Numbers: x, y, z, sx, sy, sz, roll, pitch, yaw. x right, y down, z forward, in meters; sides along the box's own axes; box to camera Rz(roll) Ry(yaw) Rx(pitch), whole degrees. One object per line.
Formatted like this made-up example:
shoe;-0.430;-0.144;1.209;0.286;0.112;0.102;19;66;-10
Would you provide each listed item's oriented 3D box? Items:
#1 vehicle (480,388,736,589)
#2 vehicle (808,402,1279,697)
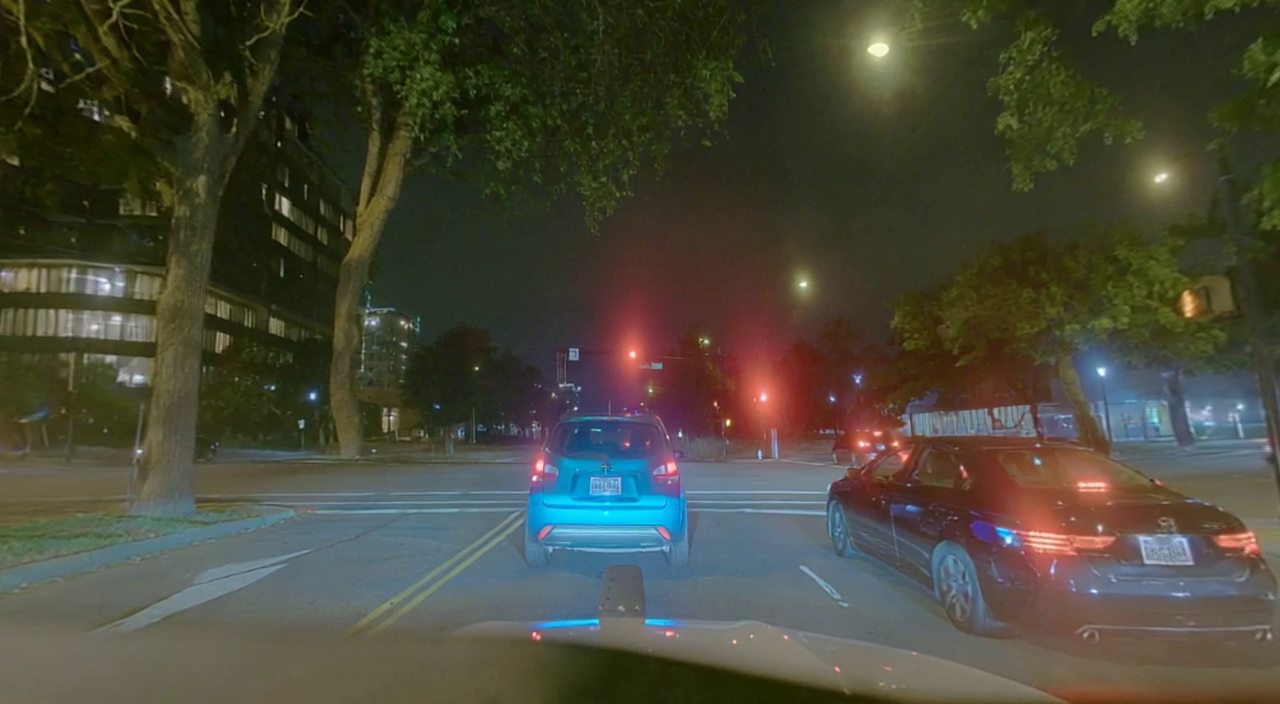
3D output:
vehicle;-0.342;1.522;7.786;2.247;1.760;4.231;0;-9;-2
vehicle;3.164;1.401;5.763;1.932;1.562;4.629;0;-9;-1
